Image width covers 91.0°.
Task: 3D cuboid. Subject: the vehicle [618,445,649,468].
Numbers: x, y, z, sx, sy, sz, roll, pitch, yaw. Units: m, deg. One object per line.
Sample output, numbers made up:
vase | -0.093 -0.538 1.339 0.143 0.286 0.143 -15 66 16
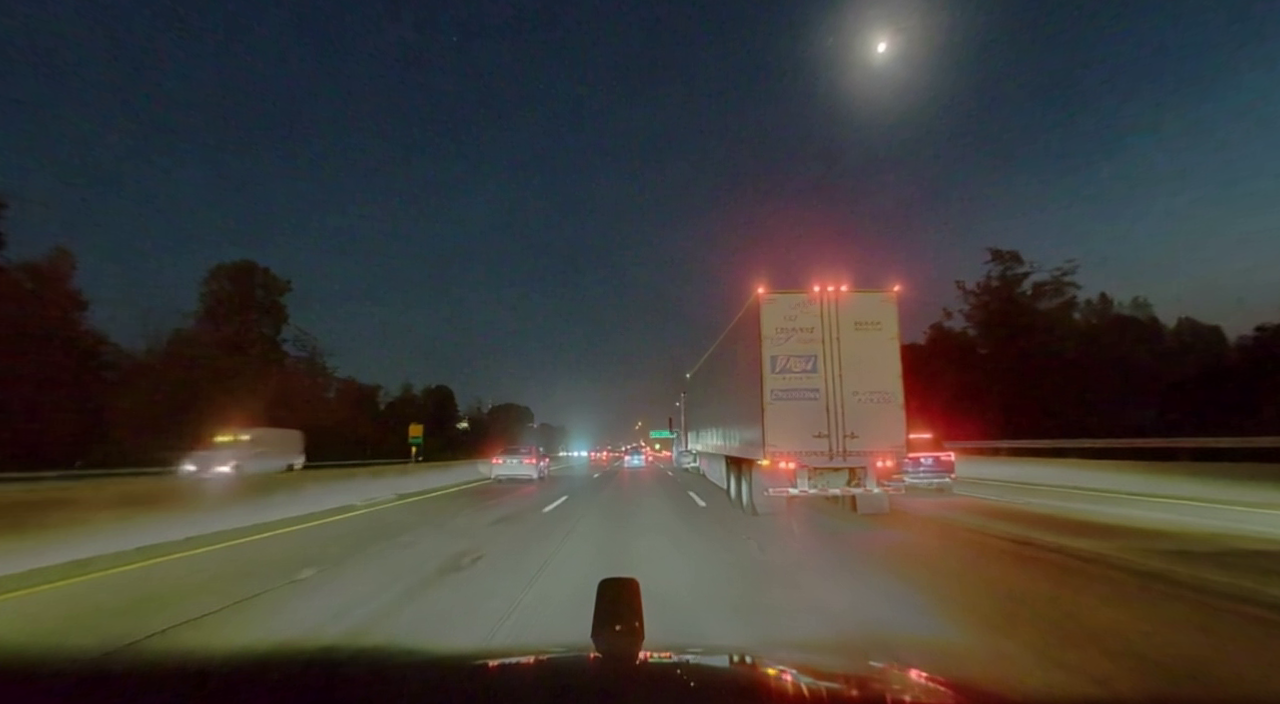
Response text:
vehicle | -0.376 7.217 43.524 2.047 1.485 3.938 0 -8 1

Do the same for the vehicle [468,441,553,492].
vehicle | -4.226 3.790 21.215 1.968 1.507 3.829 -1 -8 1

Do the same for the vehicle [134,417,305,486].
vehicle | -14.885 3.578 22.872 2.307 2.151 5.598 0 -8 0

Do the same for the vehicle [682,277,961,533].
vehicle | 3.395 1.970 18.127 2.907 4.109 16.177 0 -8 -1
